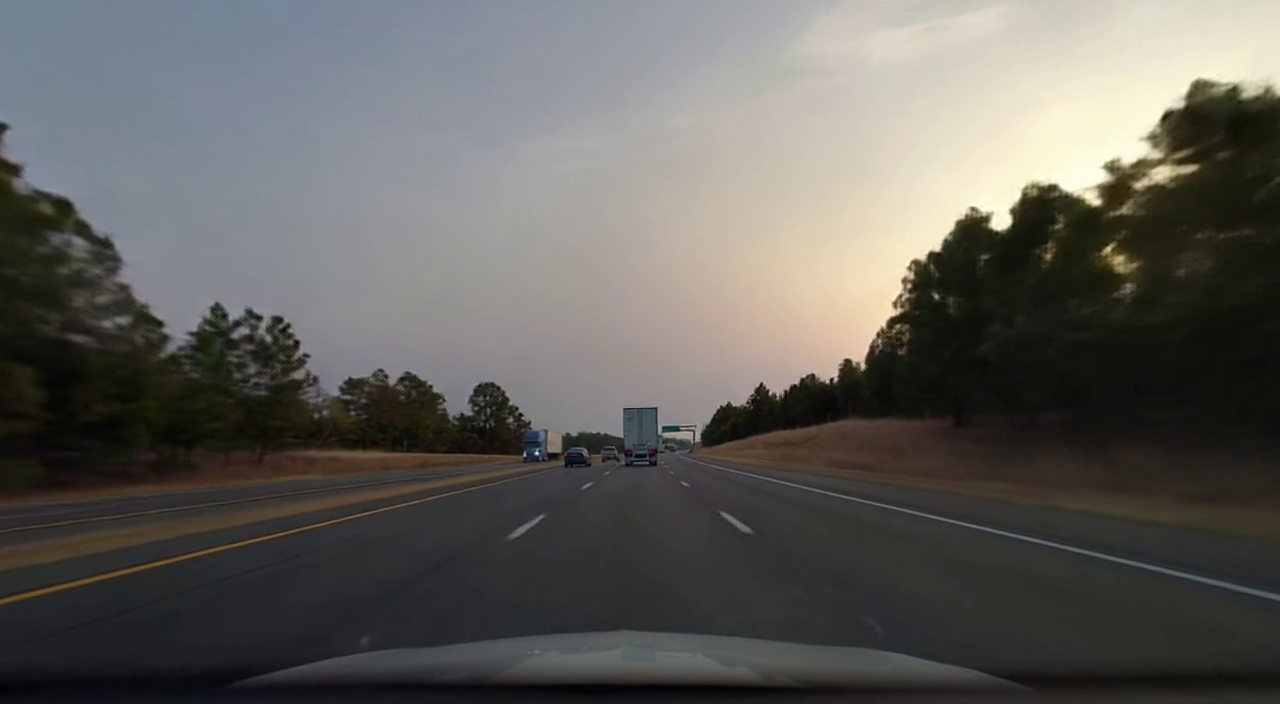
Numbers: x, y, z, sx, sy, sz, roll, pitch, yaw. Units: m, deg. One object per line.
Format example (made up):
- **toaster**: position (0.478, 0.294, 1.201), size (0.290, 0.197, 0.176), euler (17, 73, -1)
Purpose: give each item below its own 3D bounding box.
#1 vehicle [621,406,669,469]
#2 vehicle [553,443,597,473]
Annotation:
- **vehicle**: position (0.278, 6.402, 46.134), size (3.100, 4.091, 10.664), euler (0, -9, 0)
- **vehicle**: position (-3.684, 6.128, 36.354), size (2.112, 1.645, 4.129), euler (0, -9, 0)
